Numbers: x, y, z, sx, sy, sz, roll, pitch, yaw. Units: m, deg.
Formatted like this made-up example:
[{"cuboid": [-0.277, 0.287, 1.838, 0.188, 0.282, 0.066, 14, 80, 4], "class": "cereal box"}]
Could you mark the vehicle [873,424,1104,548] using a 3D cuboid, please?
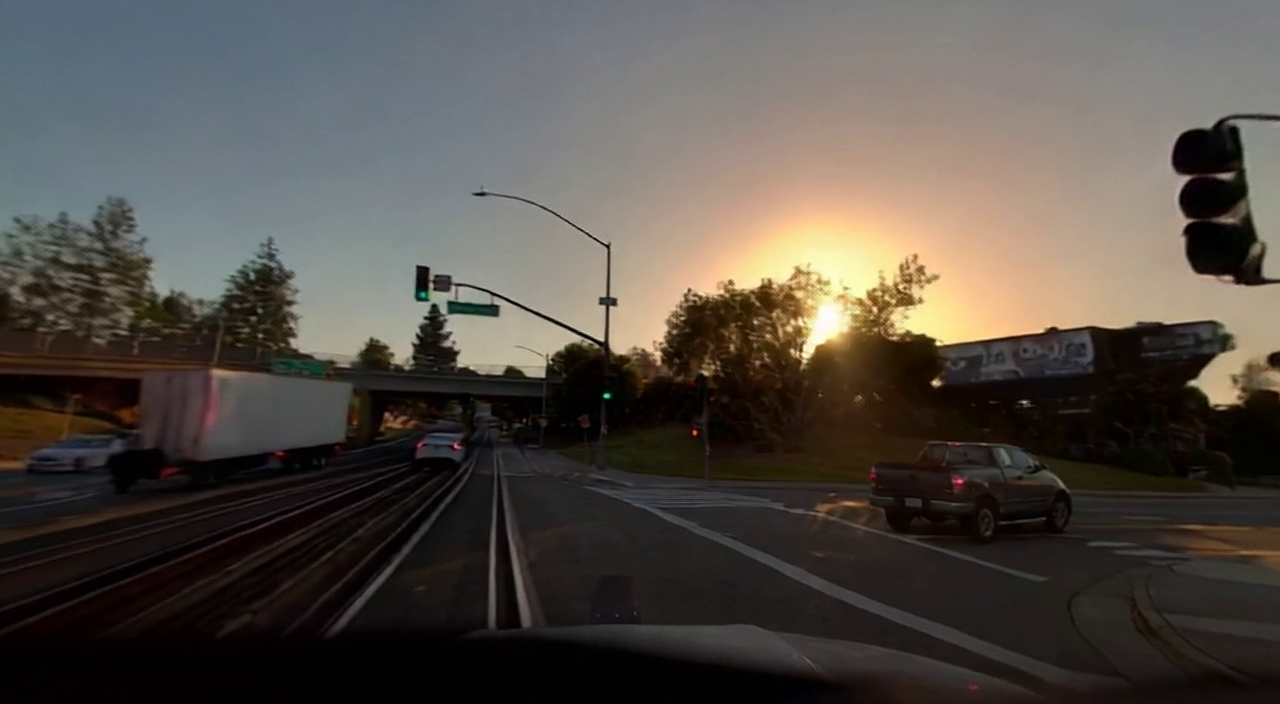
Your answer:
[{"cuboid": [7.105, 2.545, 12.619, 5.251, 1.926, 2.404, 9, -13, -43], "class": "vehicle"}]

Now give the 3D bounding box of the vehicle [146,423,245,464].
[{"cuboid": [-21.227, 4.462, 30.448, 2.013, 1.787, 4.823, 2, -10, -12], "class": "vehicle"}]

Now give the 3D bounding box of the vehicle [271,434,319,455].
[{"cuboid": [-25.029, 6.780, 45.948, 1.838, 1.434, 4.036, 2, -10, -11], "class": "vehicle"}]

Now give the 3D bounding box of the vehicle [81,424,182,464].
[{"cuboid": [-25.925, 4.758, 32.440, 1.972, 1.898, 4.620, 2, -9, -11], "class": "vehicle"}]

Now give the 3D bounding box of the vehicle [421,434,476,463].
[{"cuboid": [-10.458, 5.342, 34.820, 2.004, 1.482, 4.799, 1, -9, -6], "class": "vehicle"}]
